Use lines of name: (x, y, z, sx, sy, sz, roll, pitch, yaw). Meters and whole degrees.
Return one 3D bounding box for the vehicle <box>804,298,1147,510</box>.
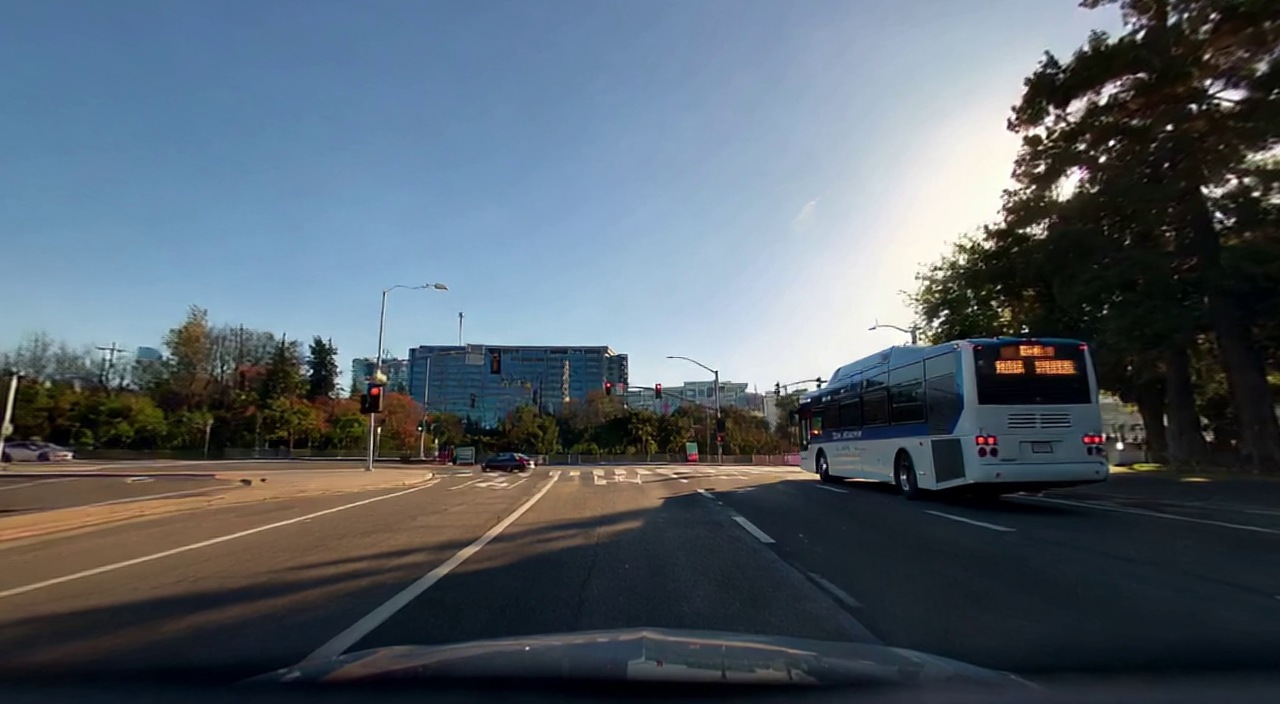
vehicle: (8.027, 1.918, 18.619, 2.916, 4.009, 13.397, 0, -8, 1)
